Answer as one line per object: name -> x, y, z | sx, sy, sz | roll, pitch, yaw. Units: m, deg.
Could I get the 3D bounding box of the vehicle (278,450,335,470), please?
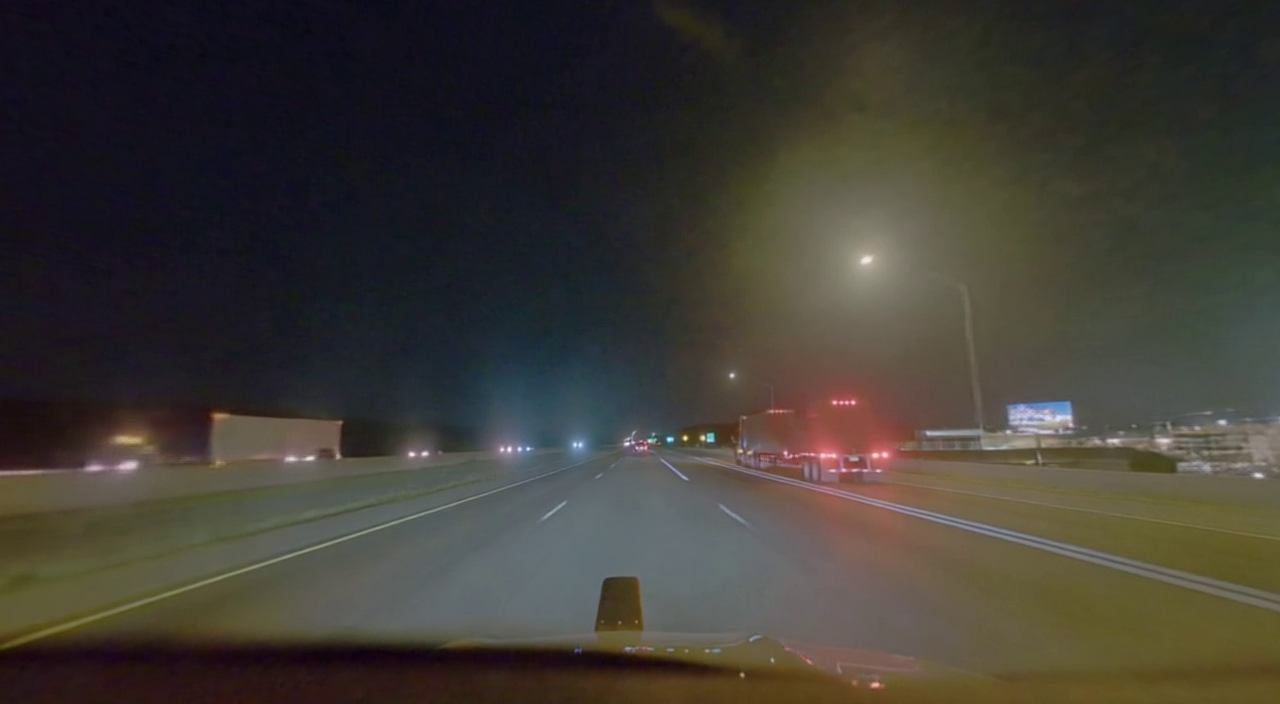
vehicle -> -25.310, 8.209, 48.104 | 1.925, 1.440, 4.339 | 0, -8, 1

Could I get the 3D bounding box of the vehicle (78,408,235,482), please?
vehicle -> -29.111, 5.668, 38.664 | 3.031, 4.002, 8.091 | 0, -8, 0

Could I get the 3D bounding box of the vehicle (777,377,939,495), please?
vehicle -> 6.810, 2.856, 21.248 | 2.793, 3.204, 7.997 | 0, -8, 2
